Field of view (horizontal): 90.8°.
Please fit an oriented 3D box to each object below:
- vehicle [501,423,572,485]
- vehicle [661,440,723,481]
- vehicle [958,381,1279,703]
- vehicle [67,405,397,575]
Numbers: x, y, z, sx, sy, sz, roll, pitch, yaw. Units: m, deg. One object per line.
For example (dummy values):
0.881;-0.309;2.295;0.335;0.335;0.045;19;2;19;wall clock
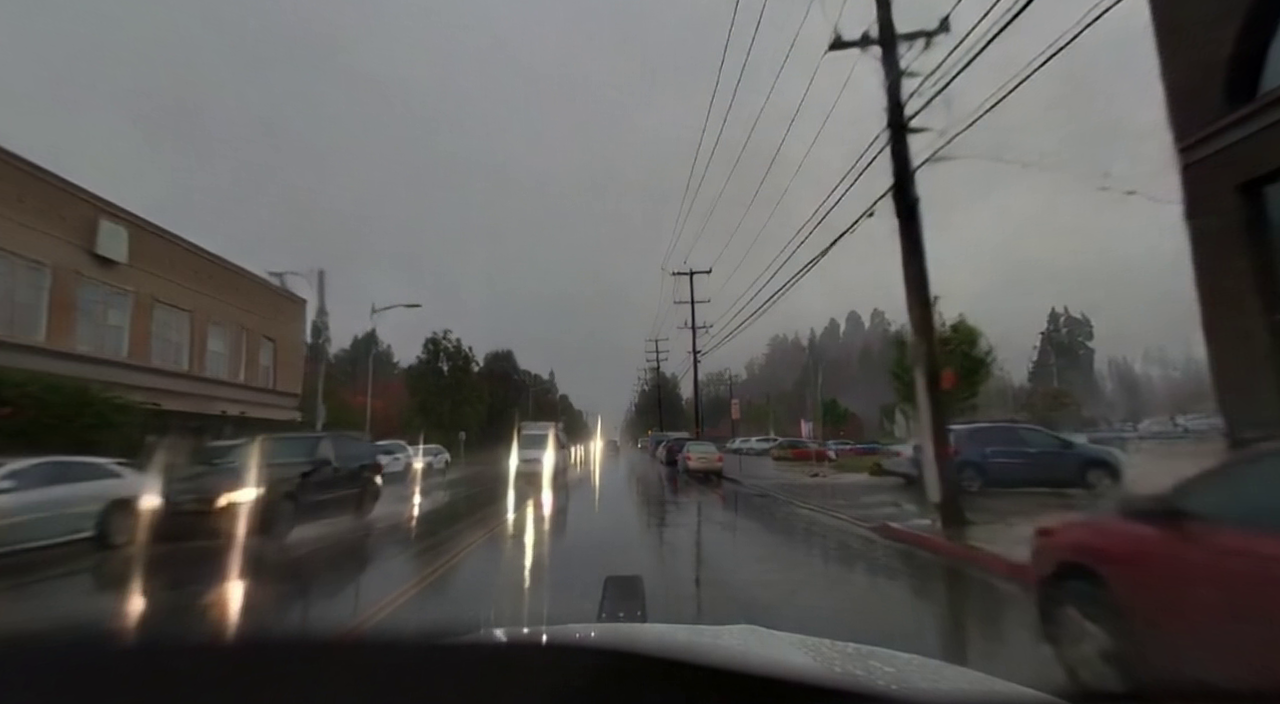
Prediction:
-3.721;3.757;23.513;2.115;2.065;4.452;0;-9;-3;vehicle
2.192;4.341;25.723;2.261;1.503;4.695;-1;-8;6;vehicle
3.371;0.868;1.964;2.136;1.586;4.919;1;-9;-1;vehicle
-5.637;1.929;9.623;2.152;1.918;4.217;-2;-8;1;vehicle
